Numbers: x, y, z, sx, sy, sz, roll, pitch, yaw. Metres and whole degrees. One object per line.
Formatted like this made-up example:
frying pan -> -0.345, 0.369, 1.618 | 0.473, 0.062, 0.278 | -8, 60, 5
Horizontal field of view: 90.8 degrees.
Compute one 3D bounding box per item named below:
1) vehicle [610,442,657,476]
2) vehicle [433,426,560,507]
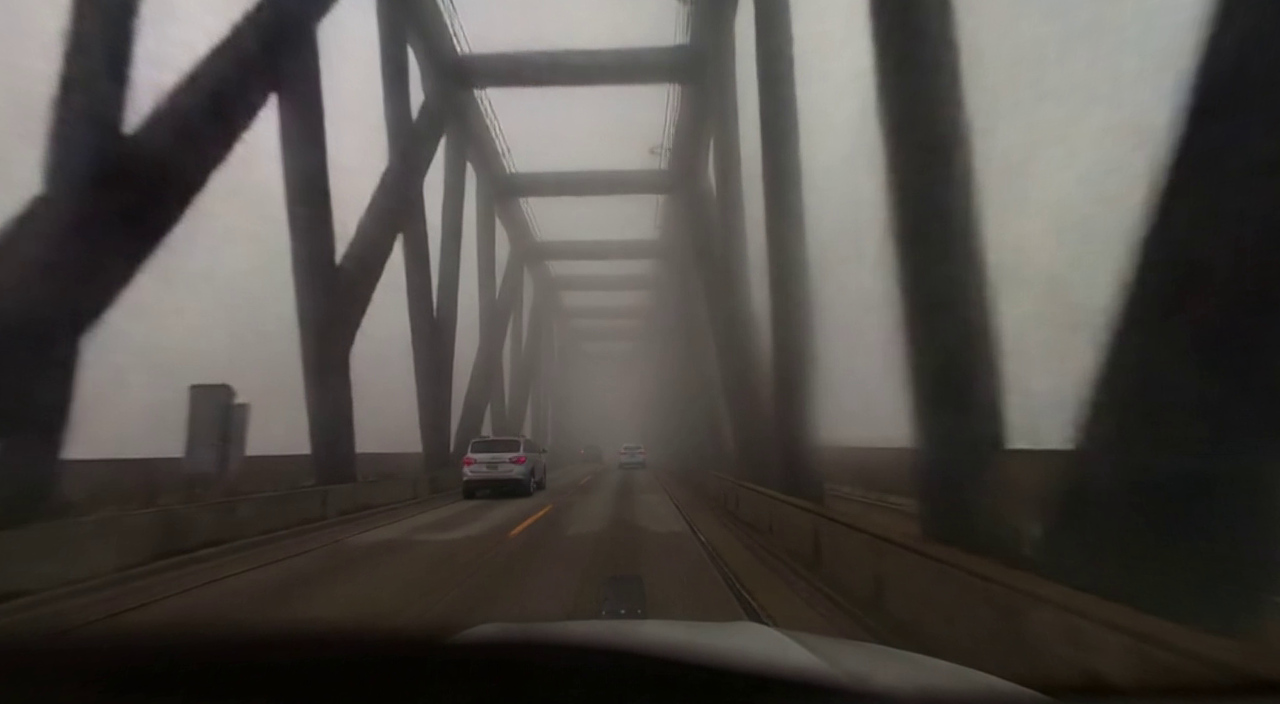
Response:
vehicle -> -0.298, 4.994, 29.643 | 2.048, 1.450, 3.973 | 0, -9, -1
vehicle -> -3.562, 2.957, 16.743 | 2.190, 1.807, 4.741 | 0, -9, 1
